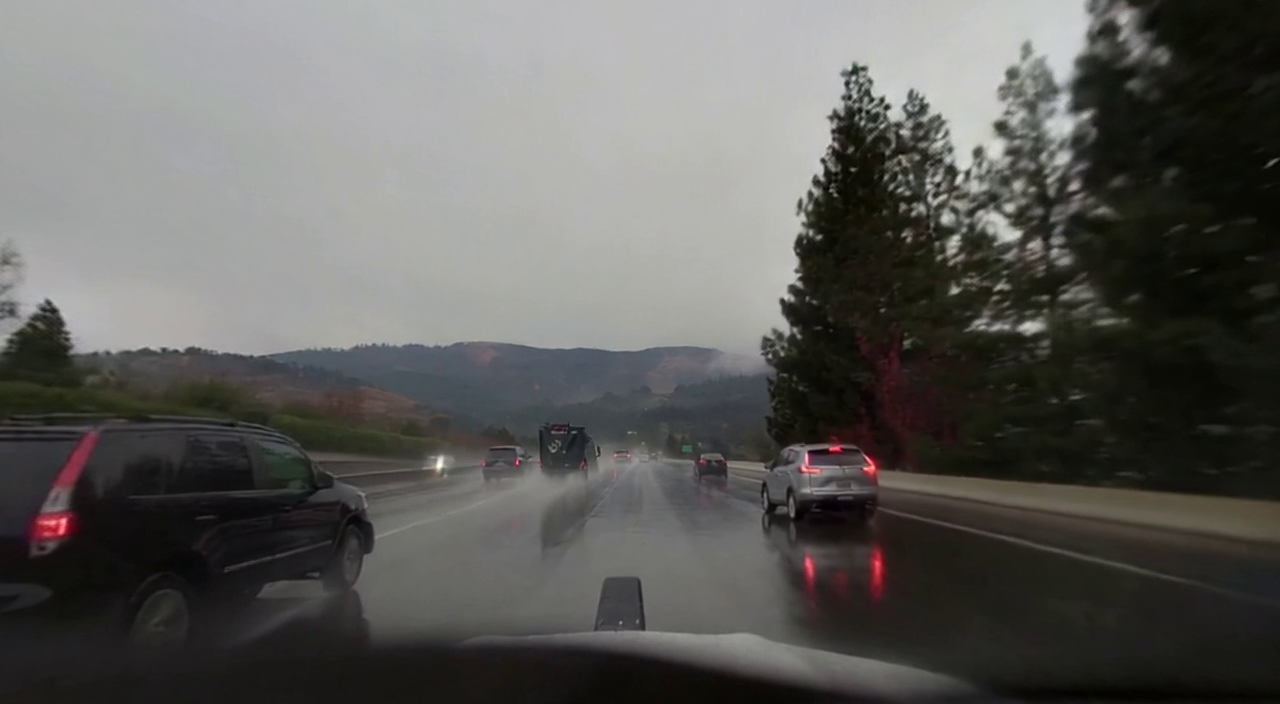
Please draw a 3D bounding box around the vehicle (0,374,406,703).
[{"bbox_3d":[-3.587,1.277,4.551,2.080,1.716,4.207,0,-9,1],"label":"vehicle"}]

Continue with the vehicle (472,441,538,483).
[{"bbox_3d":[-6.661,5.516,31.685,2.149,1.922,4.976,0,-9,0],"label":"vehicle"}]

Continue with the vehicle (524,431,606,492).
[{"bbox_3d":[-2.802,4.309,24.988,2.494,2.136,5.539,0,-9,1],"label":"vehicle"}]

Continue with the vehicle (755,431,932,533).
[{"bbox_3d":[3.861,2.573,12.982,2.066,1.696,4.604,0,-9,0],"label":"vehicle"}]

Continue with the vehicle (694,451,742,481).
[{"bbox_3d":[4.356,6.450,35.992,2.071,1.570,4.637,0,-9,-1],"label":"vehicle"}]
